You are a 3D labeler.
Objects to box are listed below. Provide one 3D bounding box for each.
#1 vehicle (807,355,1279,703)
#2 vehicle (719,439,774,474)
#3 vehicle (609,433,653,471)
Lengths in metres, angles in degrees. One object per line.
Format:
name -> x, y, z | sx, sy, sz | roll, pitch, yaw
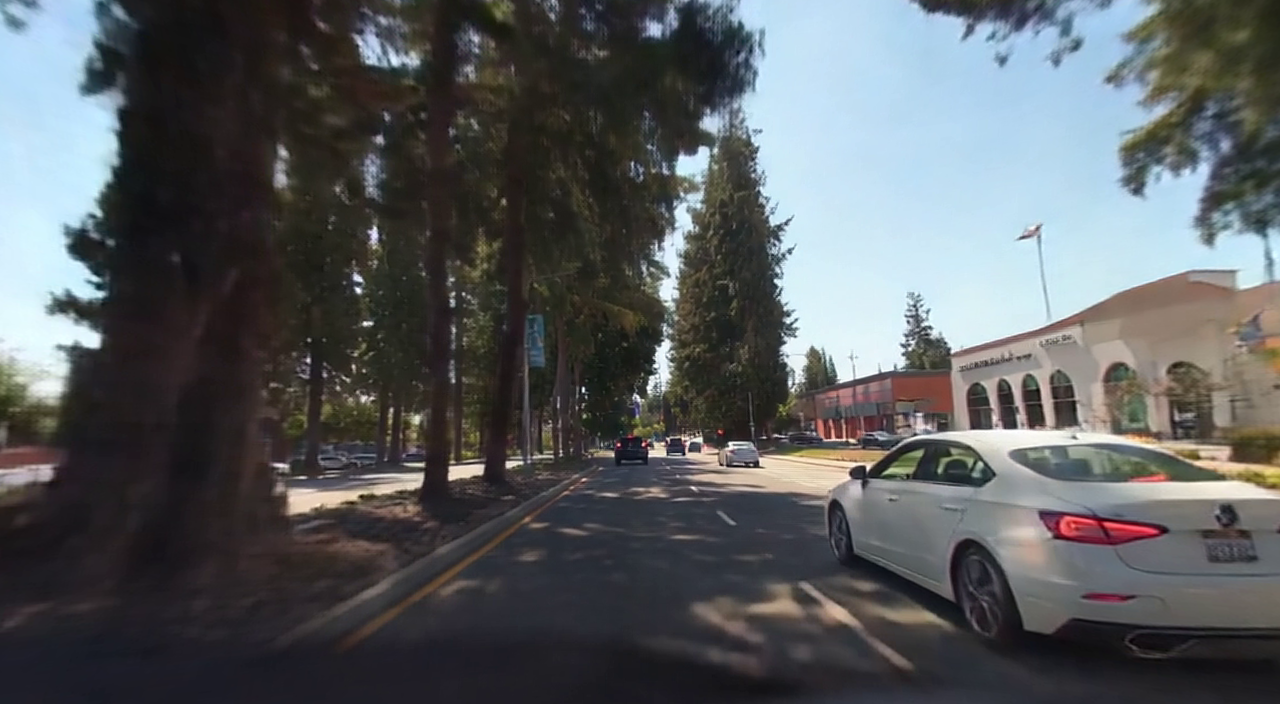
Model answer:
vehicle -> 3.013, 1.166, 4.902 | 2.153, 1.658, 4.485 | 0, -9, -1
vehicle -> 4.820, 4.806, 29.236 | 1.883, 1.452, 4.258 | 0, -9, 1
vehicle -> -0.424, 5.113, 32.404 | 2.106, 1.798, 4.168 | 0, -8, 0
